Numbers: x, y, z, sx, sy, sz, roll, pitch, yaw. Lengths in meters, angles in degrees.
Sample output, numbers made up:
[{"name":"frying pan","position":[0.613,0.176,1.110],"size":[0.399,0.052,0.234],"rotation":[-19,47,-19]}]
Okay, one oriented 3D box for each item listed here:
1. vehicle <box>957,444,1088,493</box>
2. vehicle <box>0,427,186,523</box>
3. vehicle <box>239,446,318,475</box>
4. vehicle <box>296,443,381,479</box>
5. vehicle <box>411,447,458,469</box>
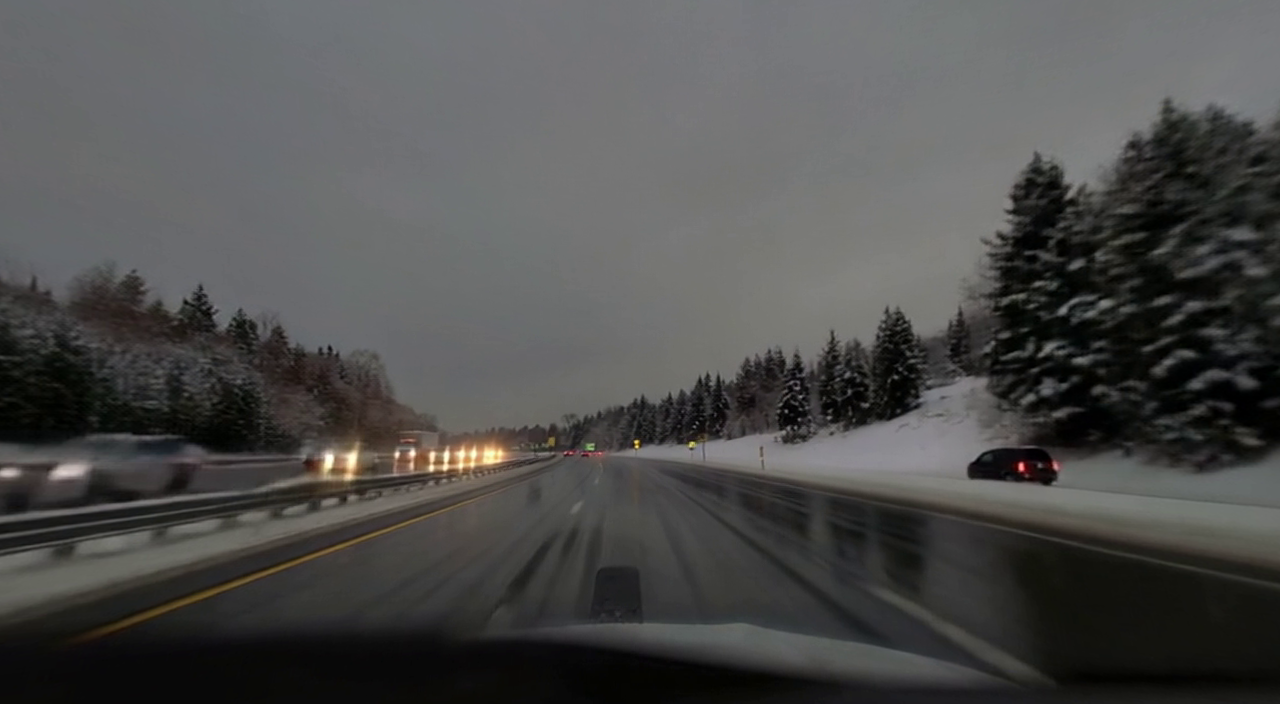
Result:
[{"name":"vehicle","position":[14.889,4.542,24.791],"size":[2.020,1.738,4.549],"rotation":[0,-9,-4]},{"name":"vehicle","position":[-11.322,2.288,12.018],"size":[1.881,1.515,4.661],"rotation":[0,-9,-3]},{"name":"vehicle","position":[-20.138,6.060,35.129],"size":[1.879,1.501,4.593],"rotation":[0,-9,-3]},{"name":"vehicle","position":[-13.545,4.919,28.474],"size":[1.842,1.507,4.406],"rotation":[0,-9,-3]},{"name":"vehicle","position":[-14.527,7.496,44.504],"size":[1.898,1.484,4.729],"rotation":[0,-9,-2]}]
